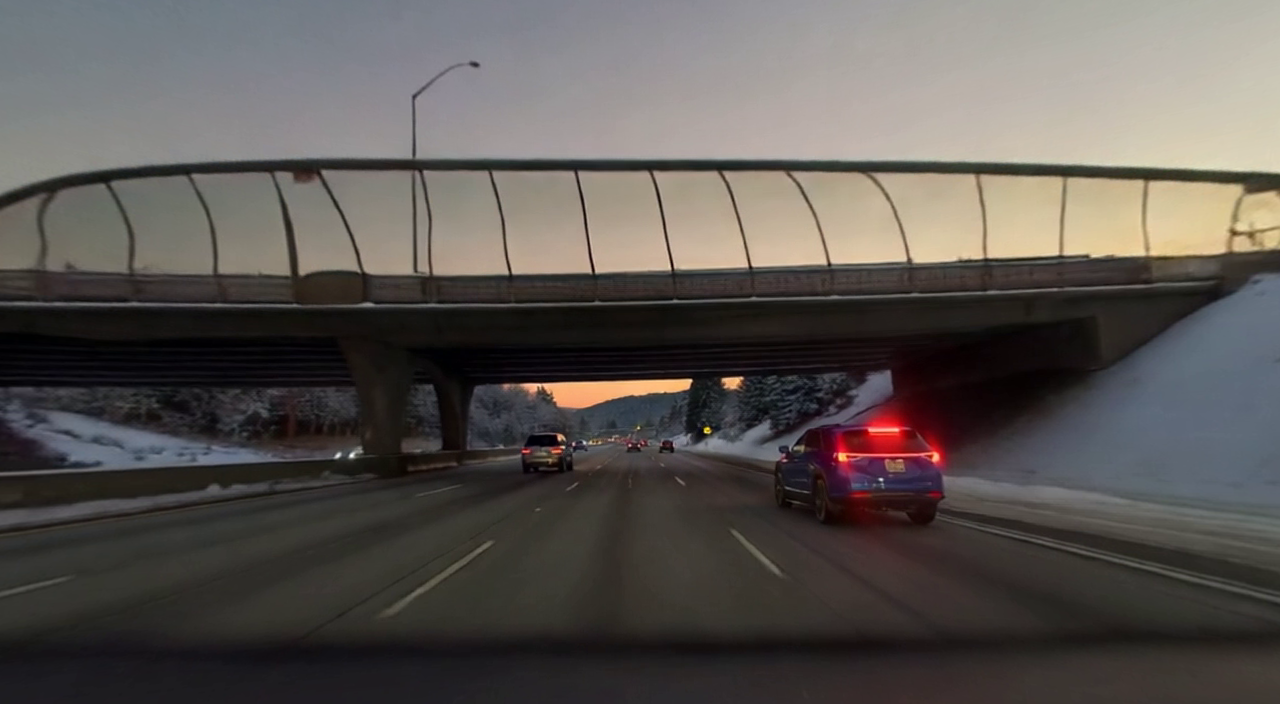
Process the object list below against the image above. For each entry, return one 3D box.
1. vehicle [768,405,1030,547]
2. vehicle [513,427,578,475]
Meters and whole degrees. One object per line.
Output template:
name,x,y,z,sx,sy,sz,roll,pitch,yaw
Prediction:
vehicle,3.706,1.891,10.204,2.185,1.749,4.477,0,-9,-2
vehicle,-3.934,4.241,27.094,2.018,1.872,4.728,0,-9,0
